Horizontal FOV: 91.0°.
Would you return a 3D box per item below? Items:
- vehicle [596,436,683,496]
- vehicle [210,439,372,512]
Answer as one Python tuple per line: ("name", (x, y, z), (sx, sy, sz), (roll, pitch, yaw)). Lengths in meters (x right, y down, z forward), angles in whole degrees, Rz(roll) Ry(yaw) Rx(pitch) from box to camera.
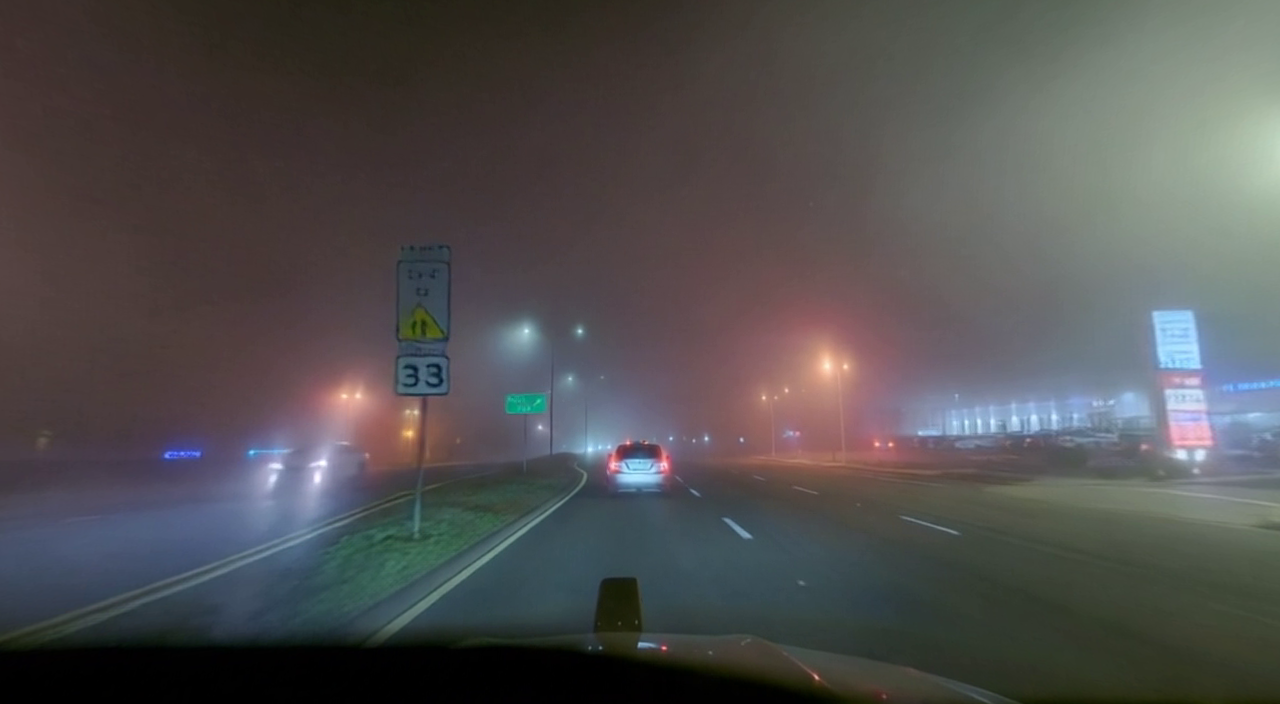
("vehicle", (-0.055, 3.101, 17.522), (2.126, 1.475, 3.967), (0, -8, -1))
("vehicle", (-9.066, 3.165, 16.831), (1.903, 1.476, 4.395), (-6, -8, -1))
